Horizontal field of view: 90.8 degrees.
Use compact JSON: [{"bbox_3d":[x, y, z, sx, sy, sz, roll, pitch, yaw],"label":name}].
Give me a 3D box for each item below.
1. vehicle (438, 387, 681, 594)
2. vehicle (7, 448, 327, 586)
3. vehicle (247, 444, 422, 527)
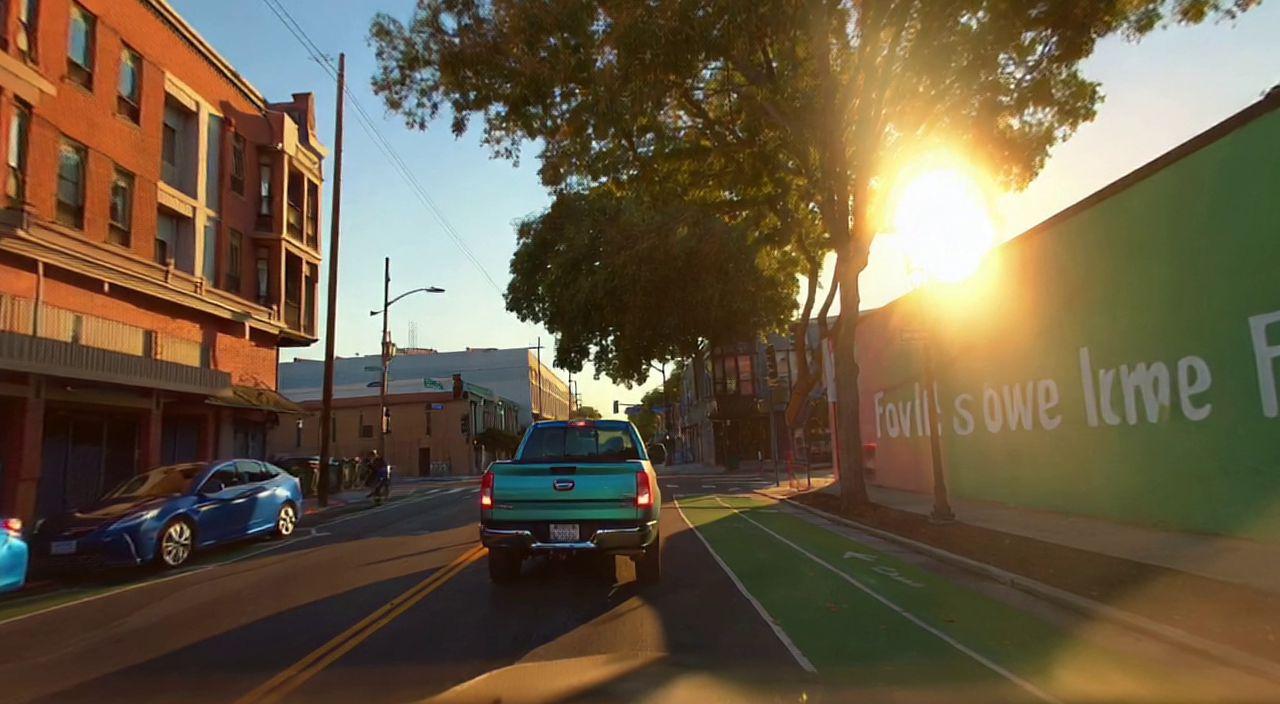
[{"bbox_3d":[-0.713,1.606,8.157,2.215,1.882,4.611,0,-8,1],"label":"vehicle"},{"bbox_3d":[-7.169,2.453,10.374,1.882,1.686,4.489,0,-8,-2],"label":"vehicle"},{"bbox_3d":[-7.394,3.230,16.058,1.884,1.730,5.076,0,-8,0],"label":"vehicle"}]
